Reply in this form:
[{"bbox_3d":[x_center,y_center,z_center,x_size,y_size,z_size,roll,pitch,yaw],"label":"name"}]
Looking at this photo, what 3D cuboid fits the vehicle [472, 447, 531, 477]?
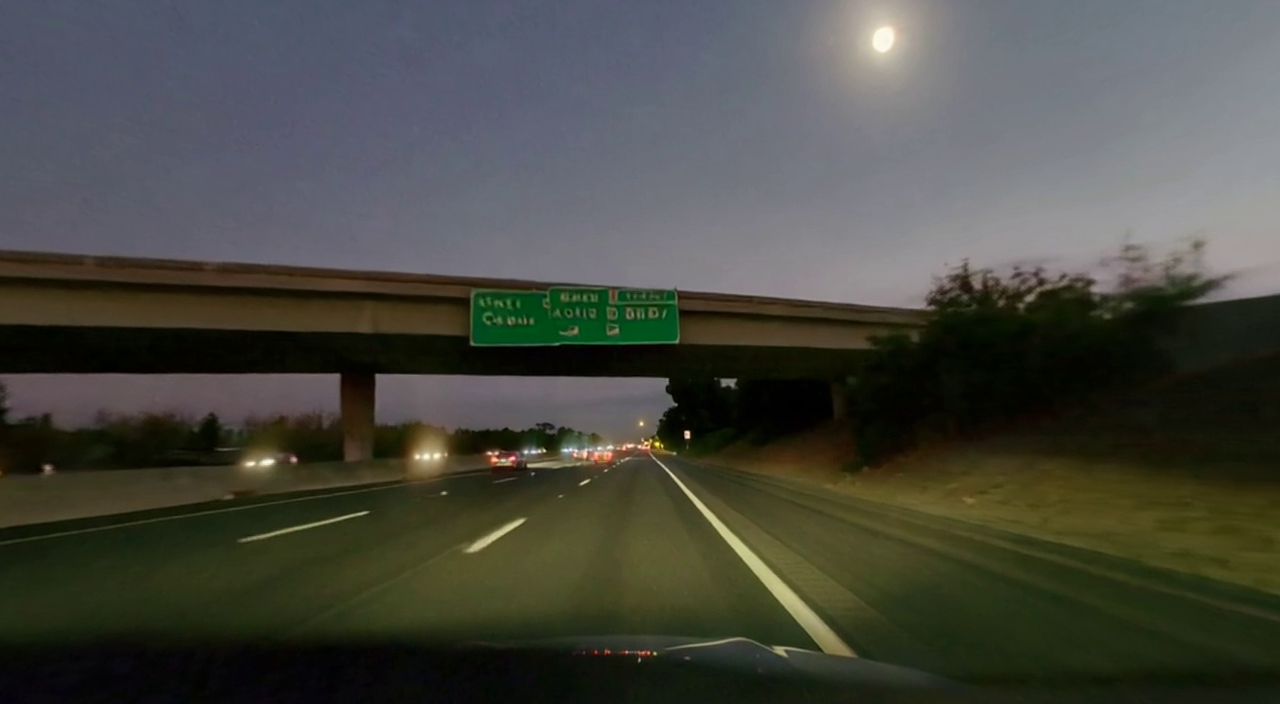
[{"bbox_3d":[-7.293,5.832,33.630,2.002,1.507,4.631,0,-9,1],"label":"vehicle"}]
